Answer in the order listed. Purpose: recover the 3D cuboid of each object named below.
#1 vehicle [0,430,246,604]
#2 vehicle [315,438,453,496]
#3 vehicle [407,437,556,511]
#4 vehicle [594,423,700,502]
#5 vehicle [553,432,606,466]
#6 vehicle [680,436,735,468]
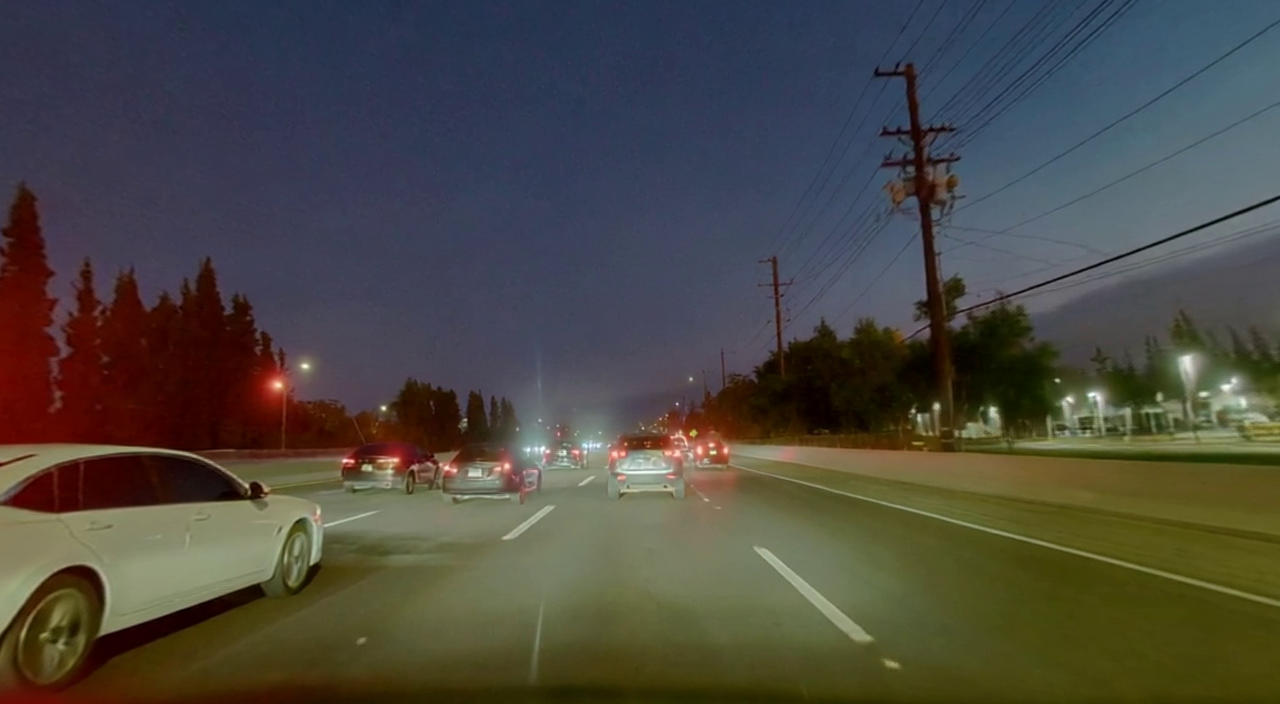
[{"bbox_3d":[-6.389,1.550,6.409,1.958,1.447,4.454,0,-8,-1],"label":"vehicle"},{"bbox_3d":[-7.133,3.234,18.254,1.959,1.435,4.719,0,-8,1],"label":"vehicle"},{"bbox_3d":[-3.417,2.733,14.731,2.203,1.425,4.610,0,-8,1],"label":"vehicle"},{"bbox_3d":[0.145,2.690,15.740,2.284,1.699,4.168,0,-8,0],"label":"vehicle"},{"bbox_3d":[-3.240,5.316,34.759,2.353,1.773,4.286,0,-8,1],"label":"vehicle"},{"bbox_3d":[3.249,4.924,31.407,2.197,1.464,4.356,0,-8,-1],"label":"vehicle"}]
